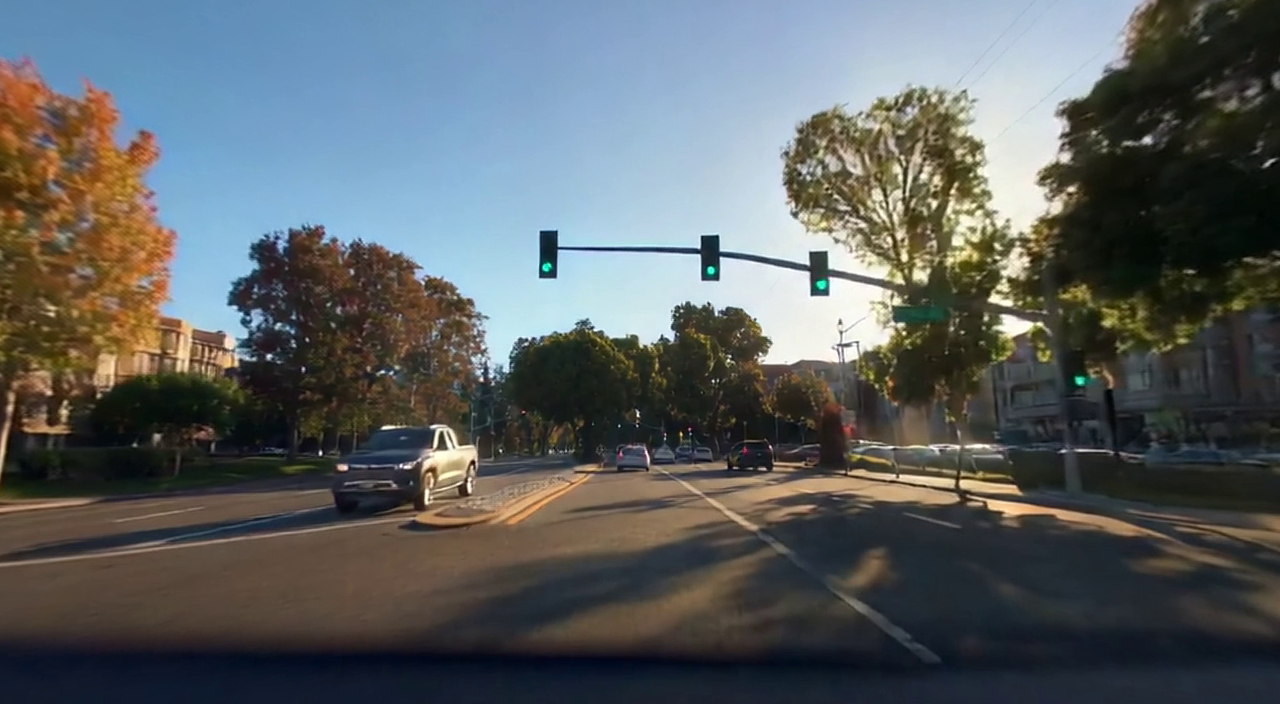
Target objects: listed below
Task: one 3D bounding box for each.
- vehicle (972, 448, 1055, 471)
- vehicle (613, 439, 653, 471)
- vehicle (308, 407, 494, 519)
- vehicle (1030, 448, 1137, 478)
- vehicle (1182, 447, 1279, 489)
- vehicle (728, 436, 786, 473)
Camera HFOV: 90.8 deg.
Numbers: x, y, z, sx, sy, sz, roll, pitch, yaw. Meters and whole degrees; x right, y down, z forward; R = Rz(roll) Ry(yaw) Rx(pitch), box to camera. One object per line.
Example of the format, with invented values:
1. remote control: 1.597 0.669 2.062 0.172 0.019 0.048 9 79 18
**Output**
1. vehicle: 26.543 7.647 44.978 4.556 1.525 2.035 0 -9 -2
2. vehicle: -0.438 5.651 34.837 2.101 1.641 4.341 0 -8 -2
3. vehicle: -5.210 2.569 15.002 2.145 2.041 6.064 -1 -9 -1
4. vehicle: 26.200 6.520 37.424 4.843 1.628 2.063 0 -8 -3
5. vehicle: 27.230 5.119 28.107 4.338 1.727 2.015 0 -8 -3
6. vehicle: 6.534 5.781 35.950 2.052 1.886 5.297 0 -8 -2
